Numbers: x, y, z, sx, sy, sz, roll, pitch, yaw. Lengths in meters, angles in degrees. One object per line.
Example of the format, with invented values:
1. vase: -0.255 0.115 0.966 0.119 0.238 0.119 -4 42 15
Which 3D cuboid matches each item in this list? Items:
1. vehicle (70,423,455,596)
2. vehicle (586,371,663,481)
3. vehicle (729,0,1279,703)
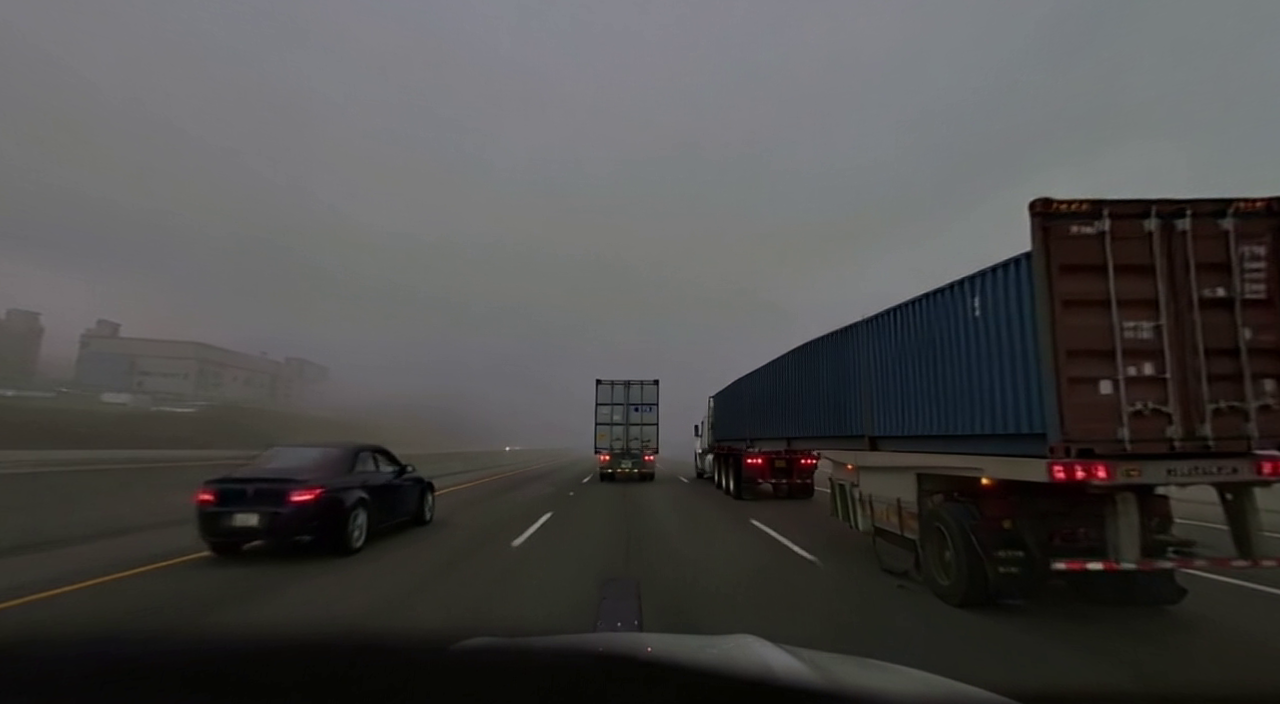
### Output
1. vehicle: -3.965 1.717 7.858 1.994 1.471 4.591 0 -9 -1
2. vehicle: -0.519 3.661 29.822 2.841 4.071 12.046 -1 -9 1
3. vehicle: 3.801 0.680 9.667 2.803 4.072 12.744 0 -9 -1
